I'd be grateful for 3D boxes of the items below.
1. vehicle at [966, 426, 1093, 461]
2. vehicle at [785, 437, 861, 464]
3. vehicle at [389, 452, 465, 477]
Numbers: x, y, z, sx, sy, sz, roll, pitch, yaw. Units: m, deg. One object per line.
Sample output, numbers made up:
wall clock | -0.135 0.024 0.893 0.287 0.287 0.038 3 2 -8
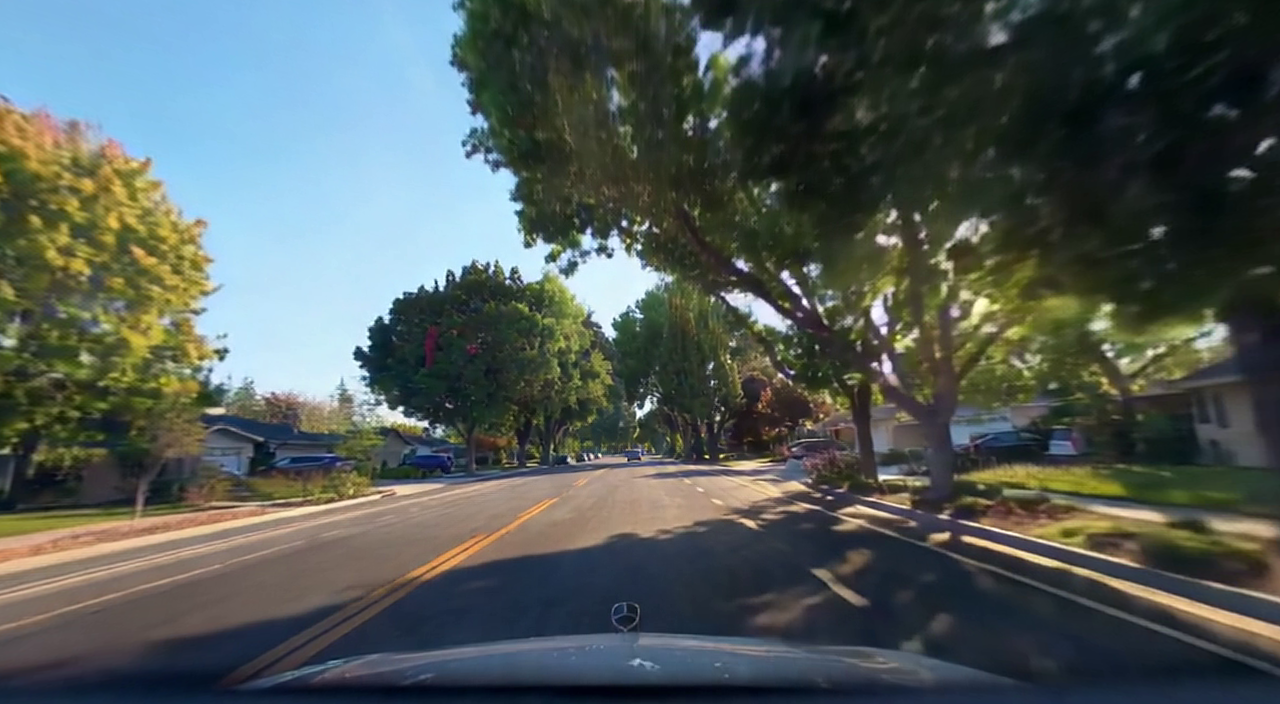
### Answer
vehicle | 16.897 4.046 27.610 1.867 1.390 4.234 4 -10 -34
vehicle | 12.003 6.493 41.638 4.392 1.685 1.959 1 -8 -4
vehicle | -15.679 8.277 46.714 4.859 1.780 2.031 0 -9 2
